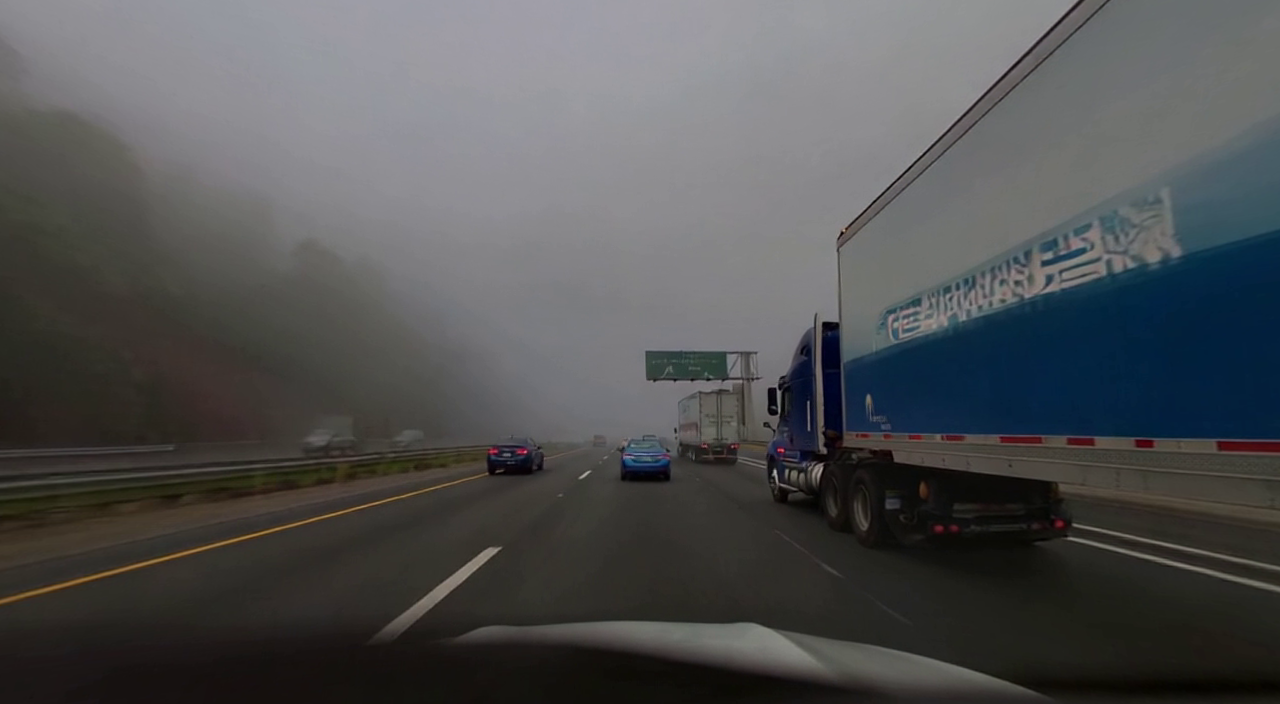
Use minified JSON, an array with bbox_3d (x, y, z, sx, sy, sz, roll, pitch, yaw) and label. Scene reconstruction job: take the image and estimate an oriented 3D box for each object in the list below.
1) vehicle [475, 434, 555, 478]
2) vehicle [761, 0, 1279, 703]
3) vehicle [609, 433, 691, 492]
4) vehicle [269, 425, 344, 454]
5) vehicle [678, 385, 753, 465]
[{"bbox_3d":[-4.522,3.799,23.475,2.048,1.452,4.430,0,-8,0],"label":"vehicle"},{"bbox_3d":[4.266,0.204,6.733,2.816,4.070,14.136,0,-8,-1],"label":"vehicle"},{"bbox_3d":[0.238,2.988,17.478,2.021,1.435,3.611,0,-8,-1],"label":"vehicle"},{"bbox_3d":[-17.492,4.609,33.247,1.805,1.437,3.799,0,-7,2],"label":"vehicle"},{"bbox_3d":[4.253,4.646,39.082,2.869,4.067,13.731,0,-8,0],"label":"vehicle"}]
